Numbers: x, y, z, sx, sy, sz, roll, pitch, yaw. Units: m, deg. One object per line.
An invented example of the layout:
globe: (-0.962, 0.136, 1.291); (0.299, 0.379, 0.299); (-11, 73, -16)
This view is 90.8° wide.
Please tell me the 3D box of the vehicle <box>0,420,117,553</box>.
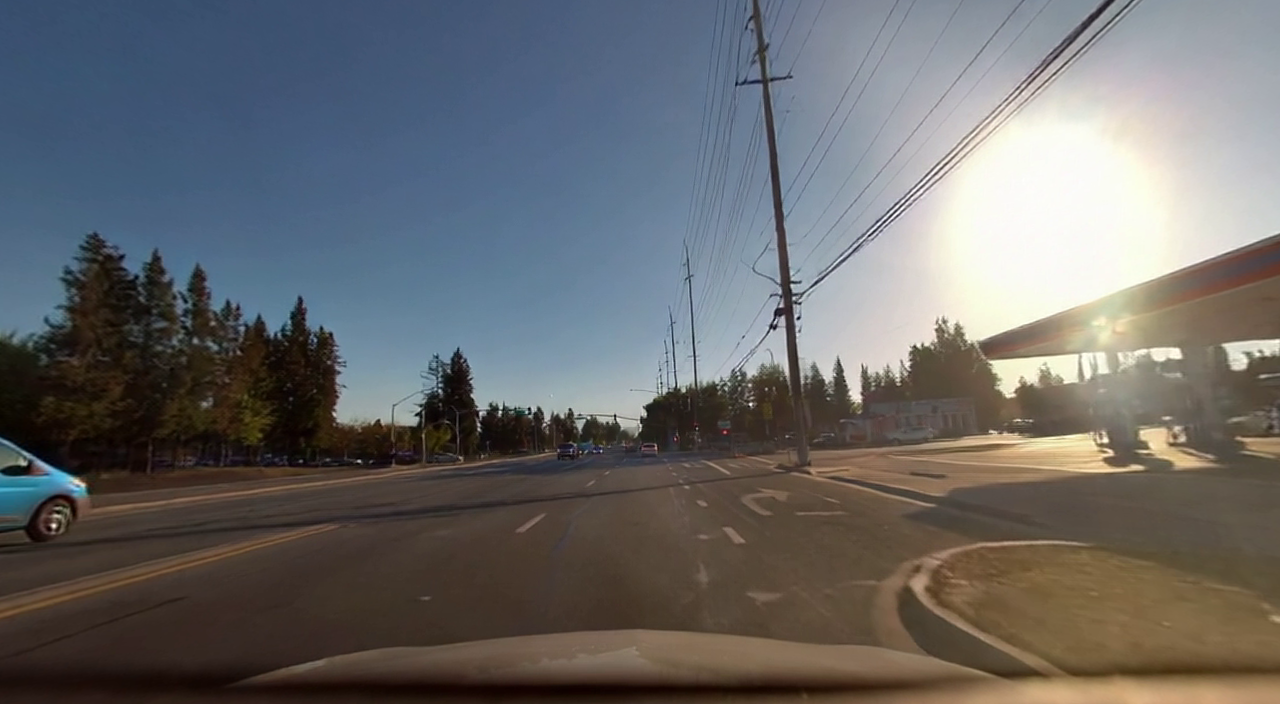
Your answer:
vehicle: (-10.038, 1.792, 8.219); (2.149, 1.848, 4.961); (0, -9, 1)
